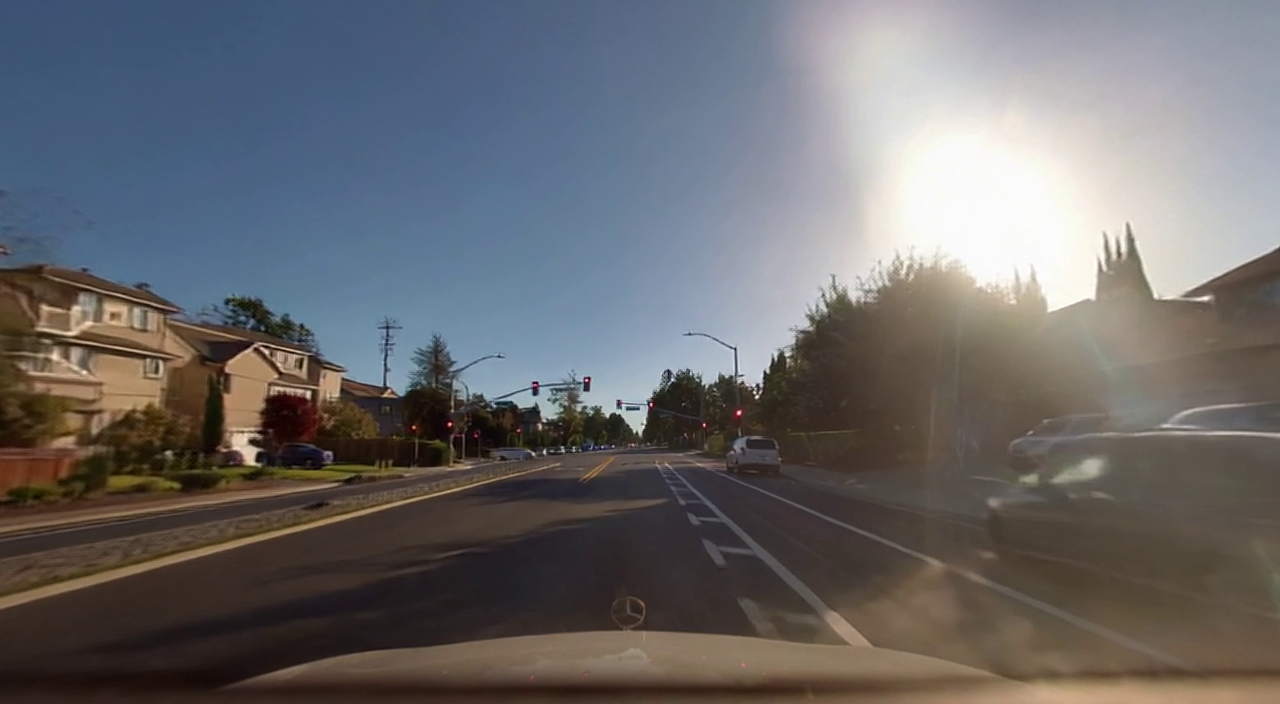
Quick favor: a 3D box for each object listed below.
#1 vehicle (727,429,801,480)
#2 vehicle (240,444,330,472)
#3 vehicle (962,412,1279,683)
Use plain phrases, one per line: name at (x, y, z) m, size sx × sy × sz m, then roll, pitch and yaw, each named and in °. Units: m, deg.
vehicle at (4.882, 4.107, 25.468) m, size 2.170 × 1.869 × 4.594 m, roll 0°, pitch -8°, yaw 2°
vehicle at (-22.000, 6.569, 39.214) m, size 4.334 × 1.668 × 2.069 m, roll 0°, pitch -8°, yaw 1°
vehicle at (4.579, 1.239, 4.531) m, size 2.003 × 1.481 × 5.054 m, roll 0°, pitch -8°, yaw 2°
